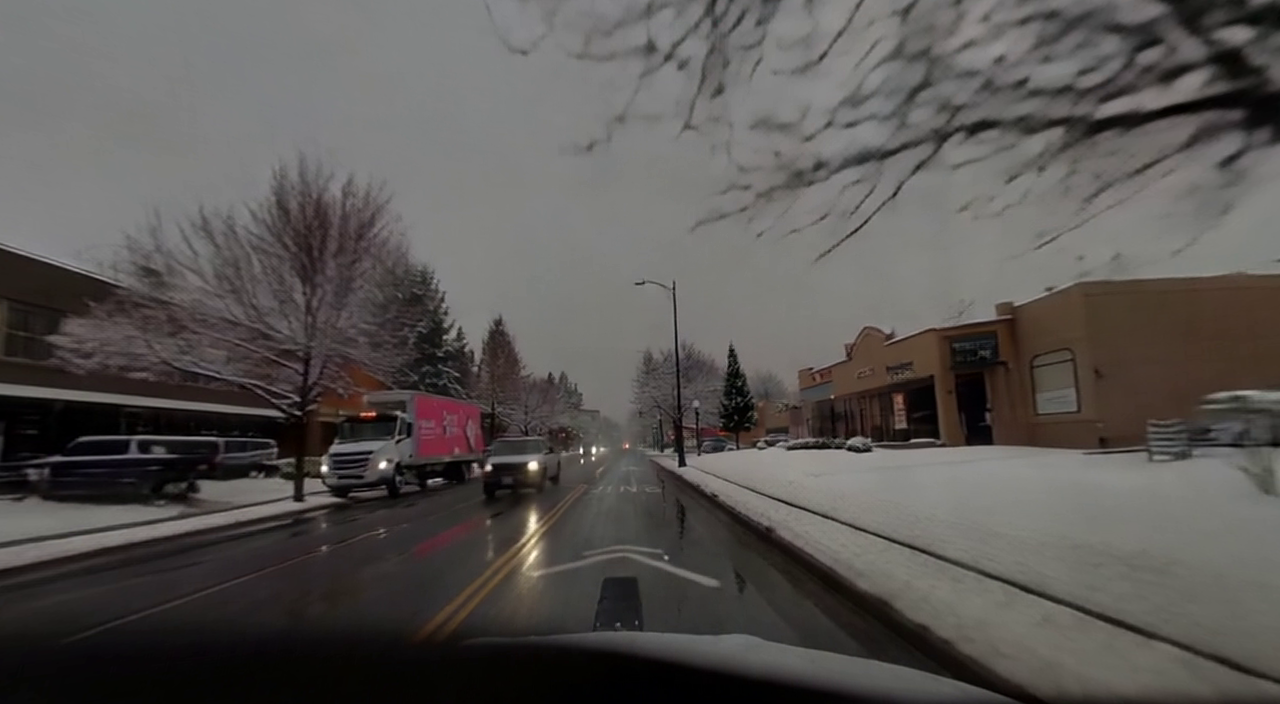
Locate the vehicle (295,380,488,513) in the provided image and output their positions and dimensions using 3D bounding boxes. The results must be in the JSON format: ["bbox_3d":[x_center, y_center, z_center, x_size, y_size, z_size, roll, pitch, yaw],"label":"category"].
[{"bbox_3d":[-9.107,3.517,25.232,2.986,3.768,11.697,-6,-6,-1],"label":"vehicle"}]

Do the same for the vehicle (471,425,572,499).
[{"bbox_3d":[-3.302,3.178,18.573,2.118,1.864,4.640,0,-9,-1],"label":"vehicle"}]
